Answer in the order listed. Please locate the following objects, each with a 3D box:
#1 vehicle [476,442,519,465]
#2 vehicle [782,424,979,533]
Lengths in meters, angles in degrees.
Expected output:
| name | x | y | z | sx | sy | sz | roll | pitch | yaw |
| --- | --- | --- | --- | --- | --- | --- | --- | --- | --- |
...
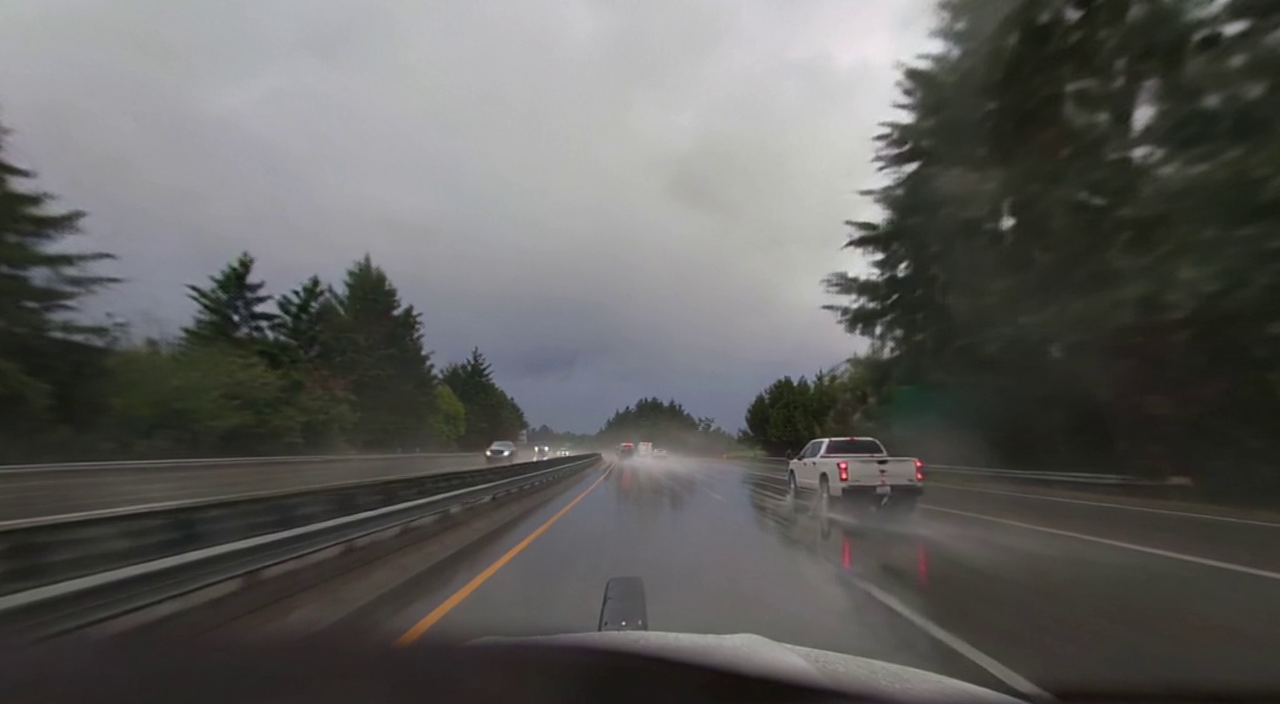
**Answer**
| name | x | y | z | sx | sy | sz | roll | pitch | yaw |
| --- | --- | --- | --- | --- | --- | --- | --- | --- | --- |
| vehicle | -9.439 | 6.759 | 42.058 | 1.852 | 1.394 | 4.228 | 0 | -9 | 0 |
| vehicle | 4.243 | 2.309 | 12.051 | 1.933 | 1.663 | 4.440 | 0 | -9 | -1 |
